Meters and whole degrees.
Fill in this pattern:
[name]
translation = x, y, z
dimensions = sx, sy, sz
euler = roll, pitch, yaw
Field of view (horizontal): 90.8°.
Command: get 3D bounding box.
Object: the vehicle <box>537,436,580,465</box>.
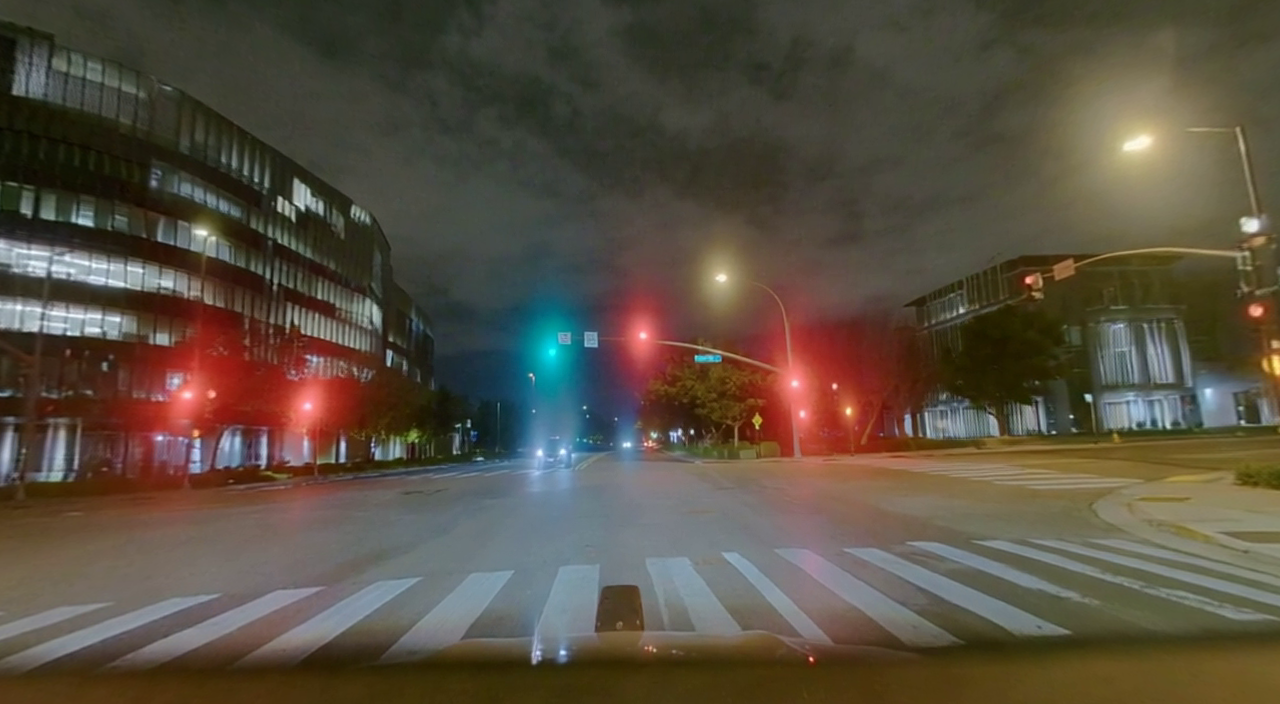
[vehicle]
translation = -4.887, 5.963, 38.380
dimensions = 1.988, 1.666, 4.074
euler = 0, -9, 0
